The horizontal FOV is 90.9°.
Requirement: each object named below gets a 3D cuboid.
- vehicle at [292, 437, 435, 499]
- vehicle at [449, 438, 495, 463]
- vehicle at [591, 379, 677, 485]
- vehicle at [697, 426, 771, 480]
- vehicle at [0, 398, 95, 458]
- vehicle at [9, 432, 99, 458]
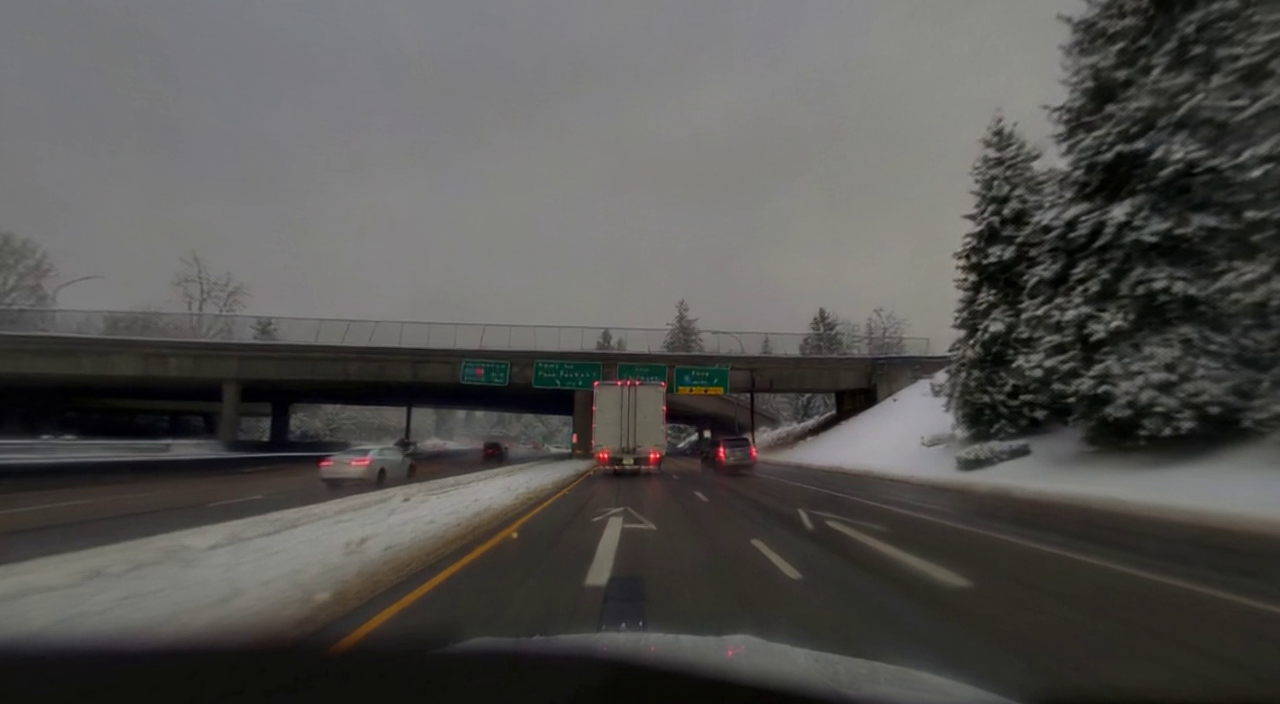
[{"bbox_3d":[-7.684,3.243,18.188,2.057,1.506,4.829,0,-8,-1],"label":"vehicle"},{"bbox_3d":[-12.132,7.135,45.933,2.119,1.747,5.121,0,-8,-2],"label":"vehicle"},{"bbox_3d":[-0.282,3.460,26.845,2.916,3.584,10.841,0,-8,-1],"label":"vehicle"},{"bbox_3d":[3.733,4.127,26.067,2.174,1.968,5.016,0,-8,-1],"label":"vehicle"},{"bbox_3d":[-42.367,5.295,43.281,2.948,3.750,7.867,0,-8,-3],"label":"vehicle"},{"bbox_3d":[-38.859,6.168,41.965,1.824,1.623,4.444,0,-8,-3],"label":"vehicle"}]
